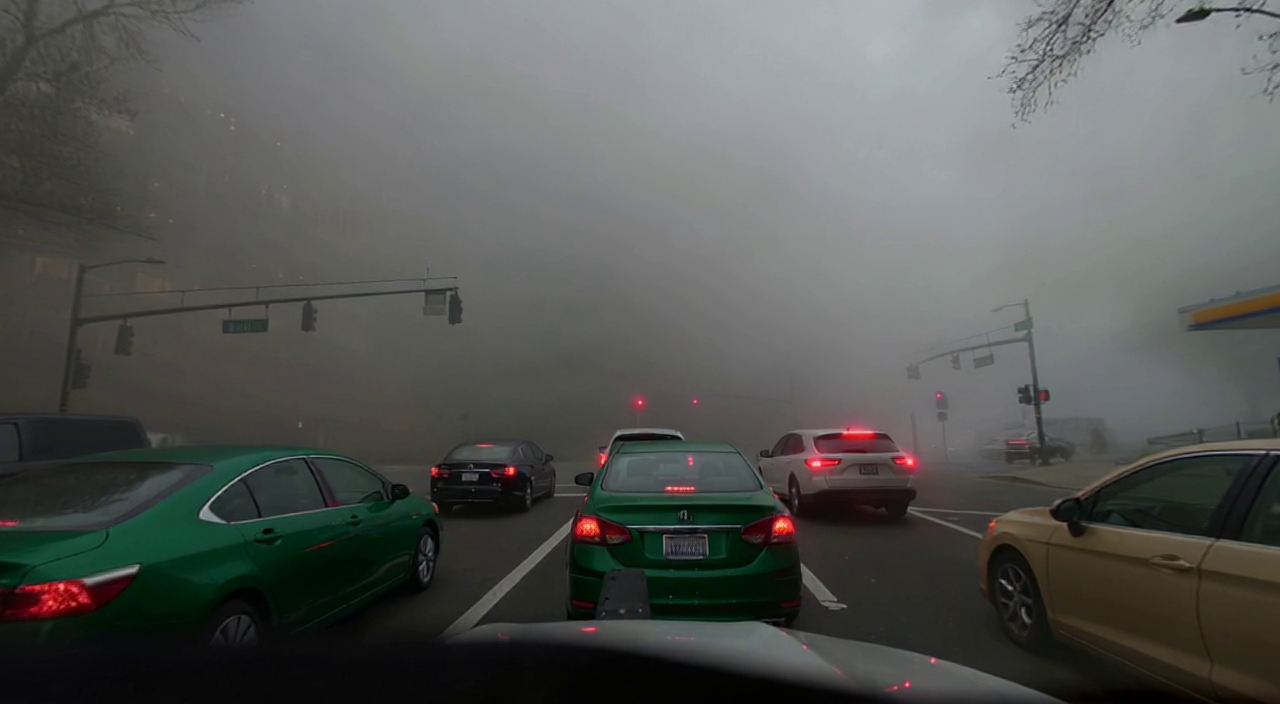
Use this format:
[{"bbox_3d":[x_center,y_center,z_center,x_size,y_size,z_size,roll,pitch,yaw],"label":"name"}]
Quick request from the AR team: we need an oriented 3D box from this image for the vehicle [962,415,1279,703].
[{"bbox_3d":[4.166,1.139,3.625,1.950,1.497,4.686,0,-9,-3],"label":"vehicle"}]

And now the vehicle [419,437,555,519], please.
[{"bbox_3d":[-3.083,2.635,13.676,1.867,1.474,4.237,0,-9,1],"label":"vehicle"}]

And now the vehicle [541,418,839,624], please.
[{"bbox_3d":[0.319,1.587,6.924,2.220,1.507,4.317,0,-9,-2],"label":"vehicle"}]

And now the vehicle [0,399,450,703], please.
[{"bbox_3d":[-3.017,1.256,4.594,1.887,1.493,4.255,0,-9,1],"label":"vehicle"}]

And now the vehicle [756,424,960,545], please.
[{"bbox_3d":[3.372,2.125,10.744,1.947,1.630,4.127,0,-9,-1],"label":"vehicle"}]
